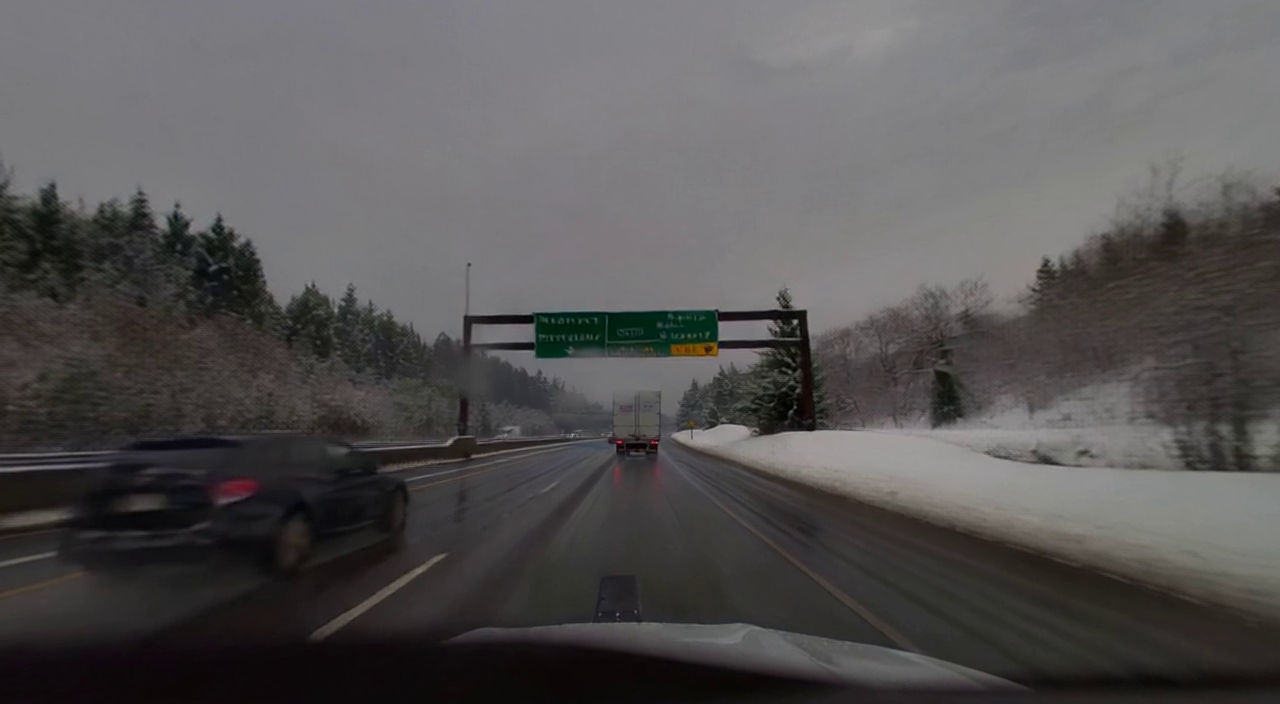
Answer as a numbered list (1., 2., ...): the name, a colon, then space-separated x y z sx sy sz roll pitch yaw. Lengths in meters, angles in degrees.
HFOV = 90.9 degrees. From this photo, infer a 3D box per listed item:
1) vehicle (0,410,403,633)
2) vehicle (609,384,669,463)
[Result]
1. vehicle: -4.119 1.415 6.317 1.931 1.479 4.083 0 -8 -1
2. vehicle: -0.143 3.981 34.257 2.855 3.741 8.587 0 -8 -1
